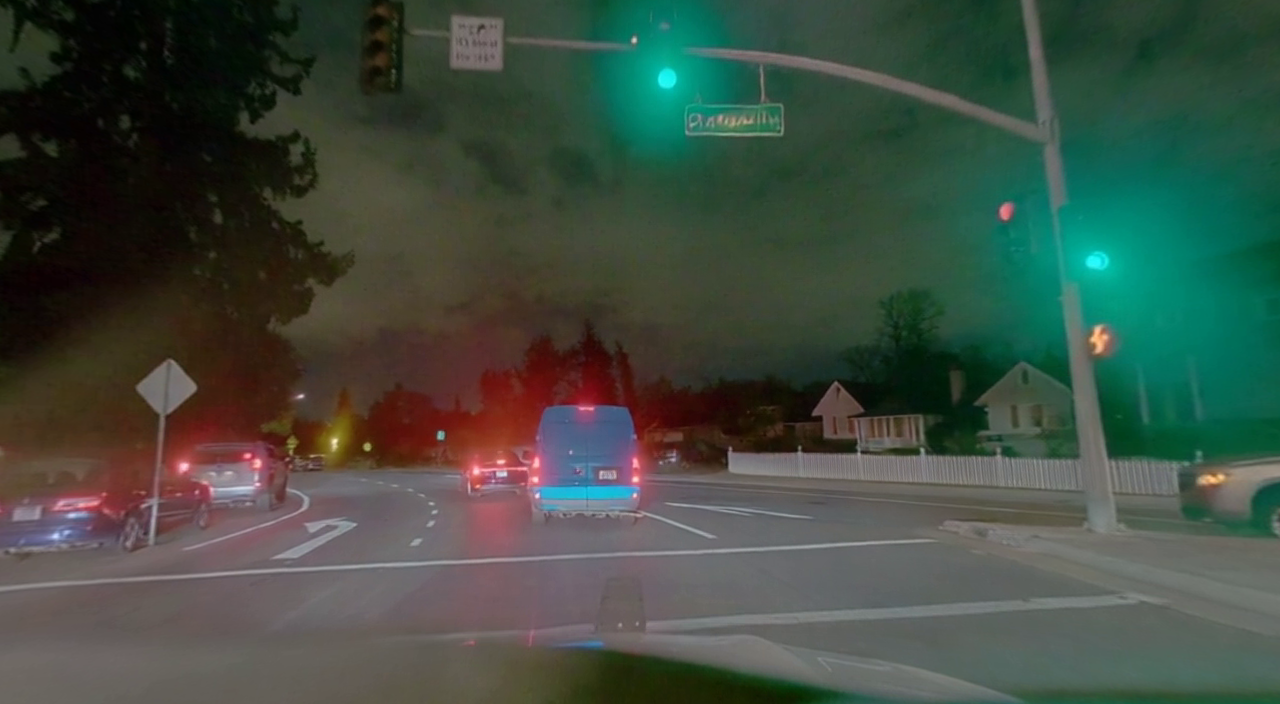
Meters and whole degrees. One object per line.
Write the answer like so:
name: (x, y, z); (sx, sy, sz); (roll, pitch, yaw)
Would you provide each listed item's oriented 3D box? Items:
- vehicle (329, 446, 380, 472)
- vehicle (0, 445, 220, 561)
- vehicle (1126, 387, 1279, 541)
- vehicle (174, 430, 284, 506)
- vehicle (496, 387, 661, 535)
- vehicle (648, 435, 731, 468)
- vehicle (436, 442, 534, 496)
vehicle: (-18.095, 6.734, 39.924); (1.911, 1.493, 4.291); (6, -10, -37)
vehicle: (-8.784, 2.239, 10.193); (1.952, 1.461, 4.377); (2, -9, -15)
vehicle: (10.436, 1.437, 8.083); (2.514, 2.026, 6.104); (7, -11, -39)
vehicle: (-11.901, 3.298, 18.629); (2.228, 1.871, 5.492); (5, -10, -30)
vehicle: (-1.403, 1.952, 11.791); (2.213, 2.124, 4.809); (2, -9, -16)
vehicle: (2.835, 5.619, 35.978); (4.559, 1.754, 1.985); (6, -11, -38)
vehicle: (-4.891, 3.513, 19.510); (2.008, 1.445, 4.386); (4, -9, -26)
